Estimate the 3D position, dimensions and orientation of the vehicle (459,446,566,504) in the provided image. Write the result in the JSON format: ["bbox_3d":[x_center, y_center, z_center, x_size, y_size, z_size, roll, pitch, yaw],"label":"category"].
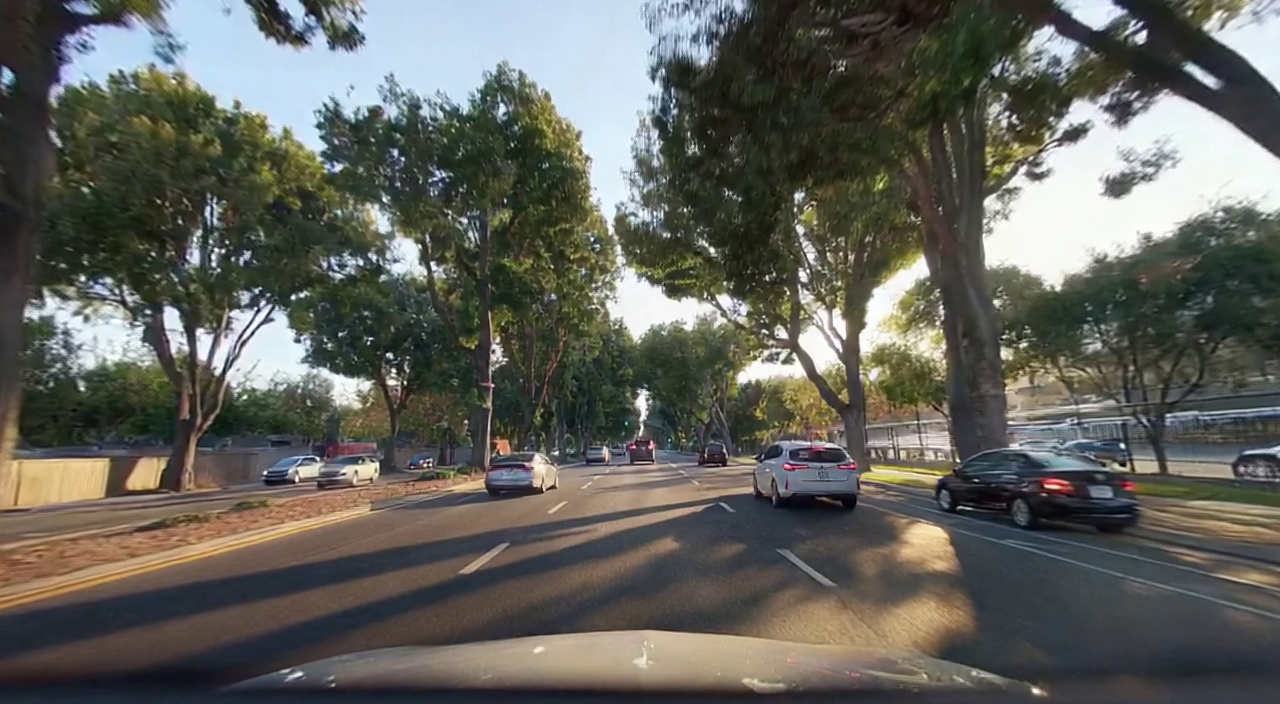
[{"bbox_3d":[-3.230,3.198,16.837,2.013,1.354,3.908,0,-9,0],"label":"vehicle"}]

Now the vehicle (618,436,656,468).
[{"bbox_3d":[-0.195,6.333,39.964,2.247,1.882,4.603,0,-9,0],"label":"vehicle"}]

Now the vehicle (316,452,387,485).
[{"bbox_3d":[-15.982,6.456,35.205,1.918,1.692,4.338,0,-9,0],"label":"vehicle"}]

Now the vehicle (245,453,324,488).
[{"bbox_3d":[-22.492,7.459,40.184,2.257,1.909,5.115,-1,-8,-3],"label":"vehicle"}]

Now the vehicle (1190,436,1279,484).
[{"bbox_3d":[23.383,4.179,24.644,4.414,1.701,1.978,7,-11,-39],"label":"vehicle"}]

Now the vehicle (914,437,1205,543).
[{"bbox_3d":[6.827,2.260,11.045,2.035,1.449,4.427,0,-9,0],"label":"vehicle"}]

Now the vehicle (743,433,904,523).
[{"bbox_3d":[3.423,2.428,12.702,1.919,1.502,4.232,0,-9,0],"label":"vehicle"}]

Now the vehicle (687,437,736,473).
[{"bbox_3d":[3.666,5.371,33.018,1.980,1.709,4.367,0,-9,-1],"label":"vehicle"}]
